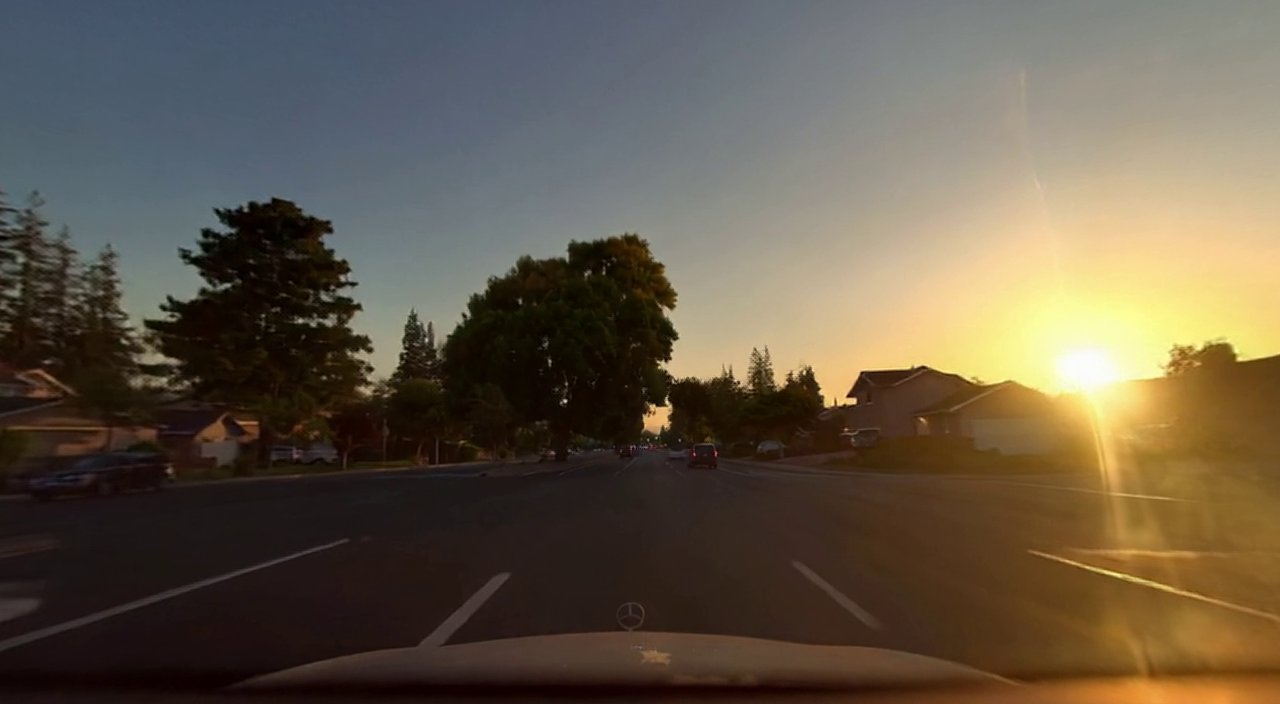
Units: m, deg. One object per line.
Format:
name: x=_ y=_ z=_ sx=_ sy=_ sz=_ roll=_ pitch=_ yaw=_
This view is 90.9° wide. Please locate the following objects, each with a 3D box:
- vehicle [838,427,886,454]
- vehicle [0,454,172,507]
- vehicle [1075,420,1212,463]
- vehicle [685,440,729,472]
vehicle: x=15.921 y=6.387 z=45.446 sx=2.084 sy=1.868 sz=5.067 roll=-1 pitch=-8 yaw=6
vehicle: x=-17.425 y=3.905 z=19.417 sx=4.351 sy=1.489 sz=1.890 roll=1 pitch=-8 yaw=-5
vehicle: x=25.272 y=4.565 z=32.045 sx=2.198 sy=1.973 sz=5.805 roll=0 pitch=-8 yaw=0
vehicle: x=3.974 y=6.187 z=37.871 sx=2.114 sy=1.780 sz=4.445 roll=0 pitch=-8 yaw=0
